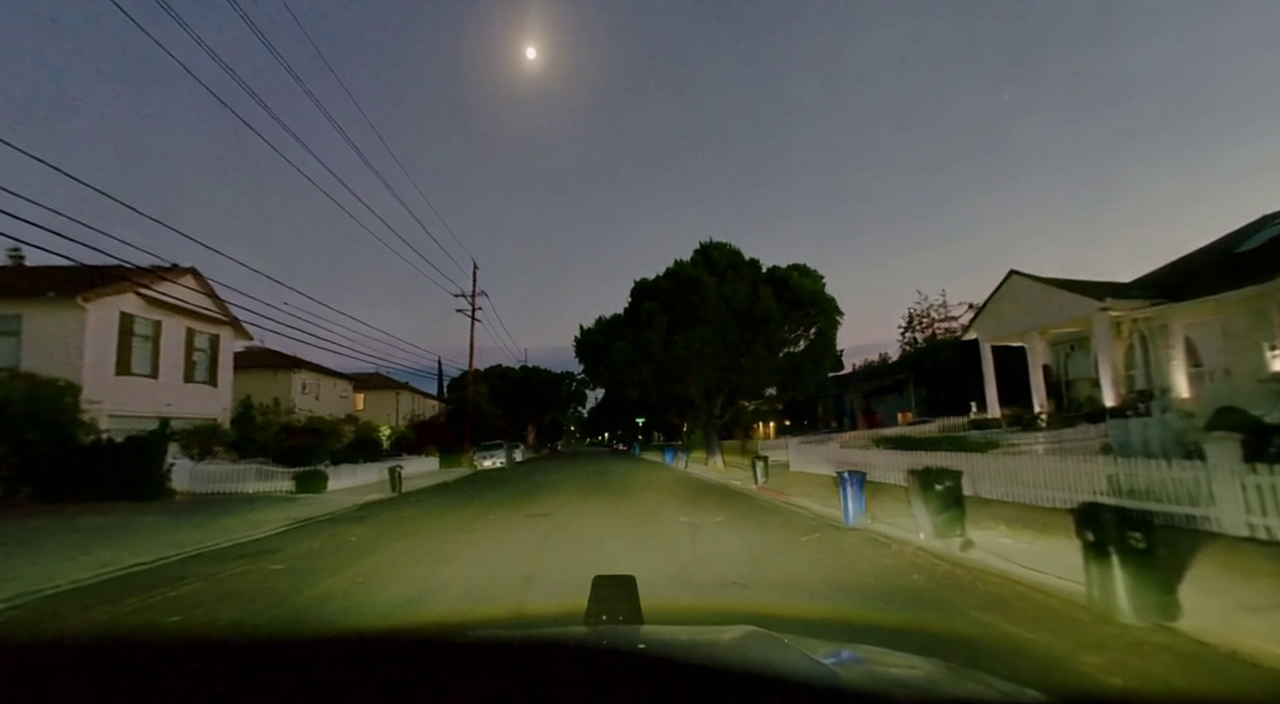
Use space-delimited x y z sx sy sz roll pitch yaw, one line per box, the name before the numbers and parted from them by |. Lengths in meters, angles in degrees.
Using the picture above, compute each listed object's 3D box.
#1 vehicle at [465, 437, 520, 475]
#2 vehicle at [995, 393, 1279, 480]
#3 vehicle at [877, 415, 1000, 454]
vehicle | -8.452 5.996 36.593 2.240 1.940 5.429 -2 -9 -4
vehicle | 10.287 1.843 13.356 4.293 1.657 1.961 -1 -12 5
vehicle | 14.044 3.937 29.928 4.842 1.728 1.875 1 -9 -2
